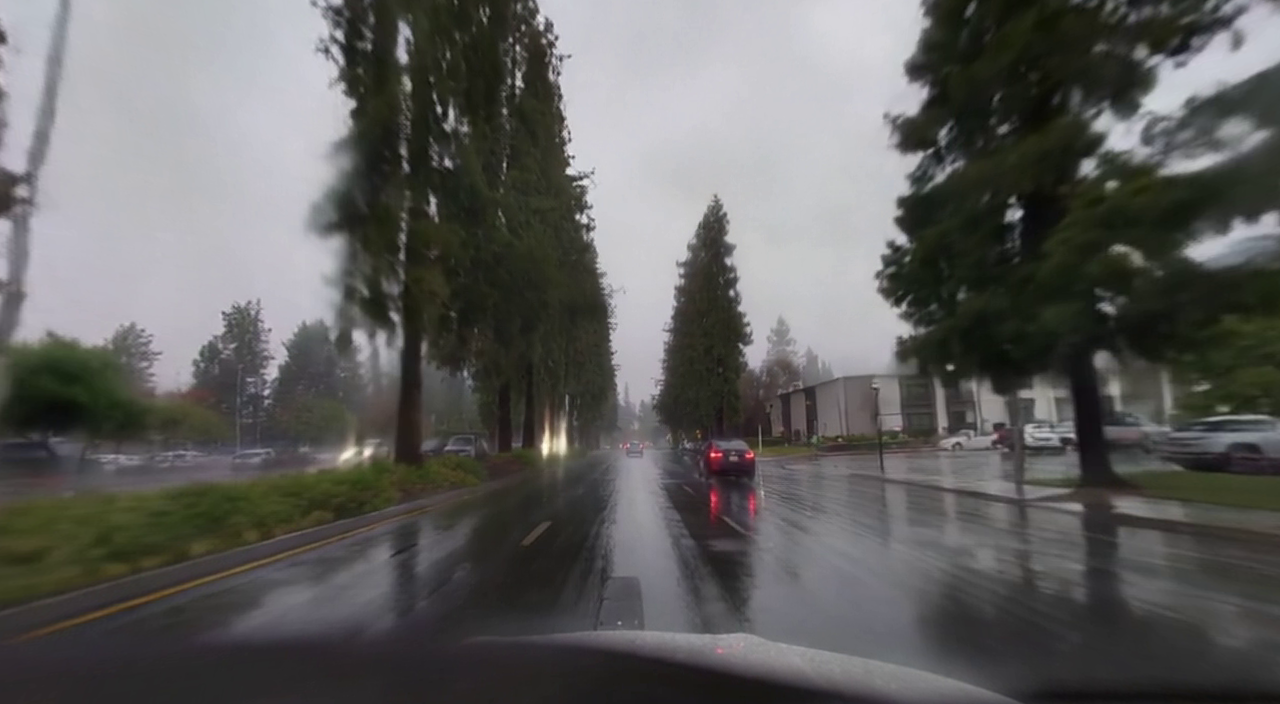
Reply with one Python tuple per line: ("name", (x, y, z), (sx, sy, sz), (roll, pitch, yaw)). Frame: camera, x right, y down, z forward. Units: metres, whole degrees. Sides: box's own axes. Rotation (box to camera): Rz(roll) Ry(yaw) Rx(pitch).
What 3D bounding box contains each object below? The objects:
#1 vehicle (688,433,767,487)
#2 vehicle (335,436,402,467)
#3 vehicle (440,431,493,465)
("vehicle", (2.867, 3.661, 21.578), (2.022, 1.656, 4.025), (0, -8, -2))
("vehicle", (-17.827, 6.570, 41.645), (2.094, 1.894, 5.364), (0, -8, -1))
("vehicle", (-11.308, 6.261, 41.320), (2.074, 2.065, 4.946), (0, -8, -1))
